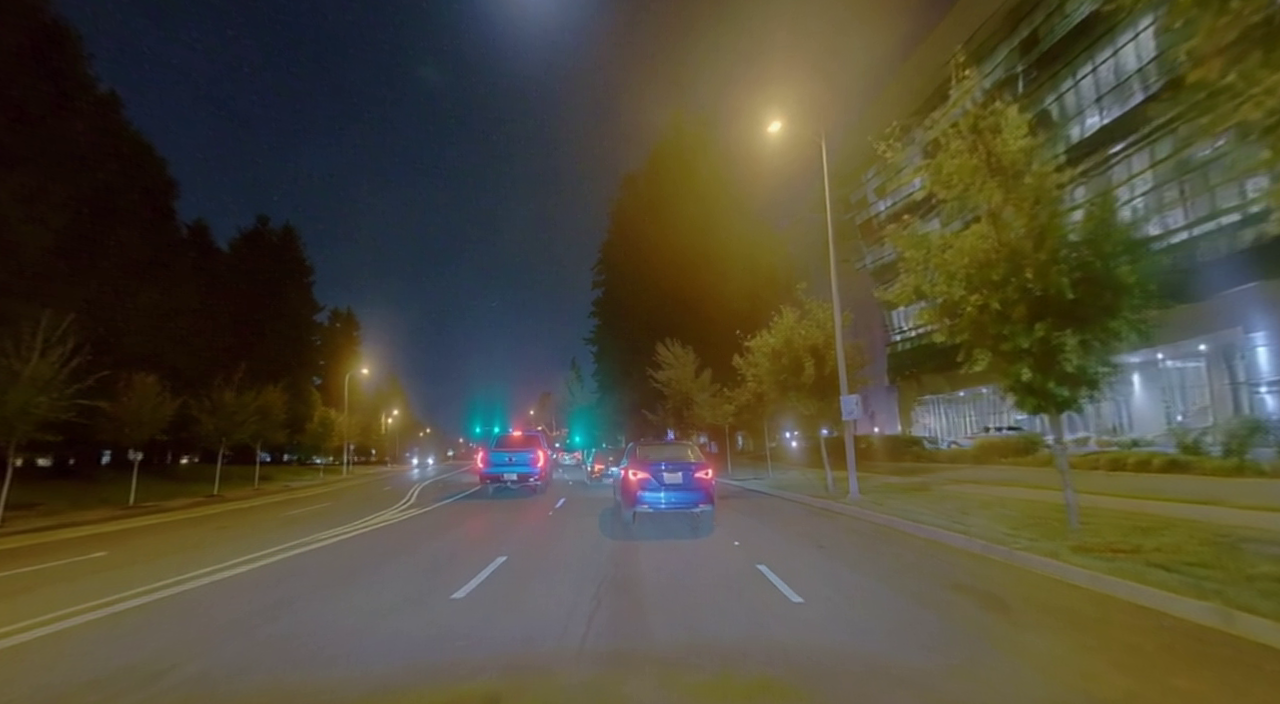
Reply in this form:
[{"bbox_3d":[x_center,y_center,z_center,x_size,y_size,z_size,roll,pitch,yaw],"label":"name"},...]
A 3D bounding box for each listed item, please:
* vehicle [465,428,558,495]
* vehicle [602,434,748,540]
[{"bbox_3d":[-4.222,3.720,21.765,2.512,1.992,5.725,1,-9,-6],"label":"vehicle"},{"bbox_3d":[0.397,2.301,11.399,2.142,1.528,4.133,0,-9,-4],"label":"vehicle"}]
